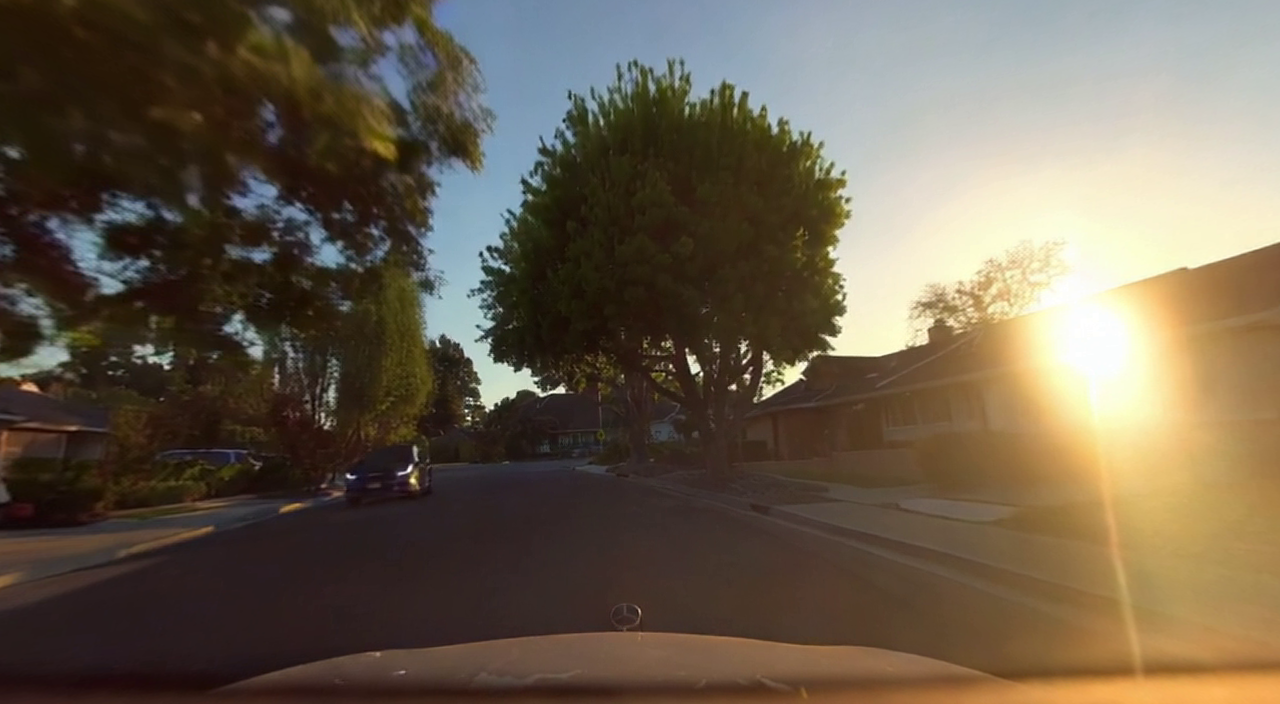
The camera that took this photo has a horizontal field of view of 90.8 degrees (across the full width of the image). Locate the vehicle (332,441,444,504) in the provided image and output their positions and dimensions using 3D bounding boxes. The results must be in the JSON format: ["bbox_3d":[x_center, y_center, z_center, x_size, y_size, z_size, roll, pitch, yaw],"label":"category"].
[{"bbox_3d":[-7.896,3.778,20.383,2.217,1.751,4.763,1,-9,-8],"label":"vehicle"}]

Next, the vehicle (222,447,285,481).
[{"bbox_3d":[-22.376,6.411,36.510,4.330,1.813,1.951,-8,-12,44],"label":"vehicle"}]
